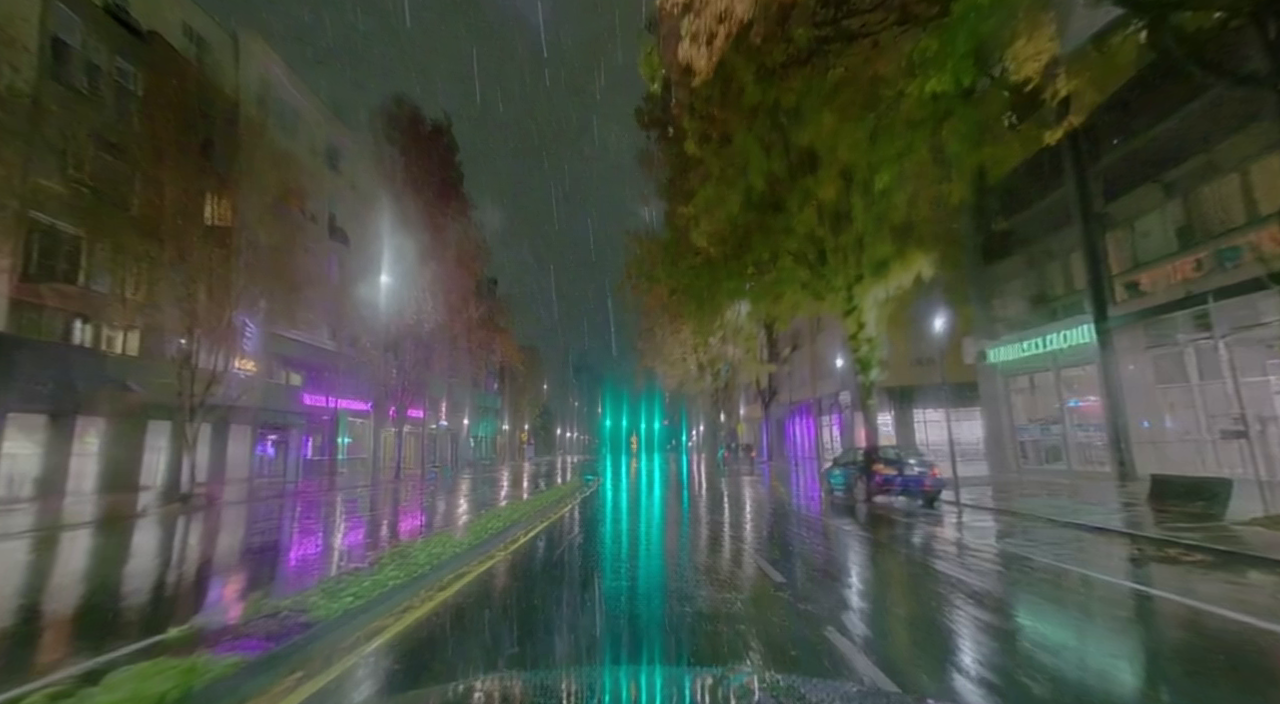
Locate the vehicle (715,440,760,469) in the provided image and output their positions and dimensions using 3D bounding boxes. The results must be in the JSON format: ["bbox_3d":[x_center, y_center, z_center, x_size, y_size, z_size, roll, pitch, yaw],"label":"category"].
[{"bbox_3d":[6.761,7.166,44.193,2.112,1.894,4.910,0,-8,-3],"label":"vehicle"}]

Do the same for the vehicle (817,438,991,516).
[{"bbox_3d":[5.994,2.882,15.141,2.088,1.543,4.964,0,-8,1],"label":"vehicle"}]
